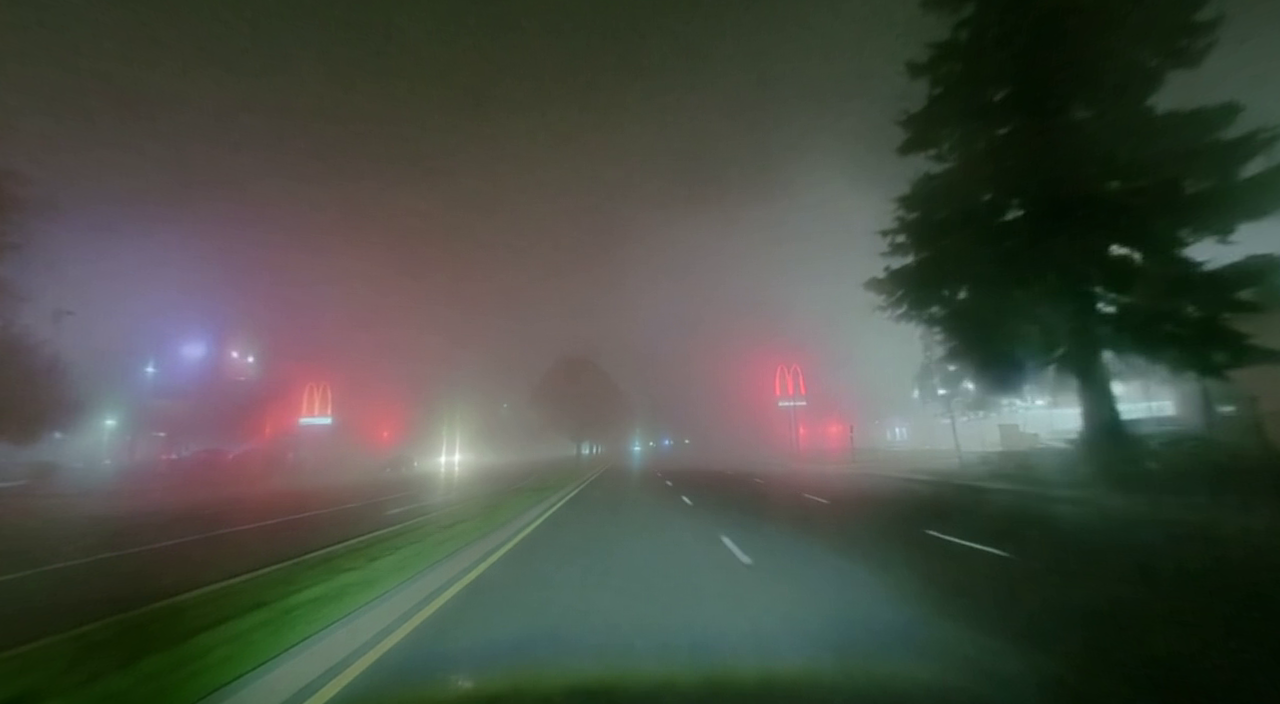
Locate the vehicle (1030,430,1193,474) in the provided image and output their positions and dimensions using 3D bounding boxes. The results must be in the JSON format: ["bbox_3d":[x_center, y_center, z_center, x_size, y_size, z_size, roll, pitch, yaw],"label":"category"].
[{"bbox_3d":[21.258,4.559,29.050,2.480,1.766,6.529,0,-9,0],"label":"vehicle"}]

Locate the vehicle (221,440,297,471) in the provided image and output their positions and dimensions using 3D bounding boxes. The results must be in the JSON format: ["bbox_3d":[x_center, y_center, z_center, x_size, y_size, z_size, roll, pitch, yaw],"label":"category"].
[{"bbox_3d":[-29.945,8.111,49.640,5.867,2.279,2.342,-5,-10,28],"label":"vehicle"}]

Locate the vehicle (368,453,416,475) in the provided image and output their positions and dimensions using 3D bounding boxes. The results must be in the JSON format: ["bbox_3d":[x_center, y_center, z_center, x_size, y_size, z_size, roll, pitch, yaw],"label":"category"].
[{"bbox_3d":[-19.528,8.822,49.939,2.012,1.471,4.613,-2,-8,-2],"label":"vehicle"}]

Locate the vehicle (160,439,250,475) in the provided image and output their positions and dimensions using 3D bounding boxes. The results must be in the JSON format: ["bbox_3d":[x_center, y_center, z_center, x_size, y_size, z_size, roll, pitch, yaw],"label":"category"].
[{"bbox_3d":[-29.880,7.190,43.384,5.630,2.280,2.513,-4,-10,26],"label":"vehicle"}]
